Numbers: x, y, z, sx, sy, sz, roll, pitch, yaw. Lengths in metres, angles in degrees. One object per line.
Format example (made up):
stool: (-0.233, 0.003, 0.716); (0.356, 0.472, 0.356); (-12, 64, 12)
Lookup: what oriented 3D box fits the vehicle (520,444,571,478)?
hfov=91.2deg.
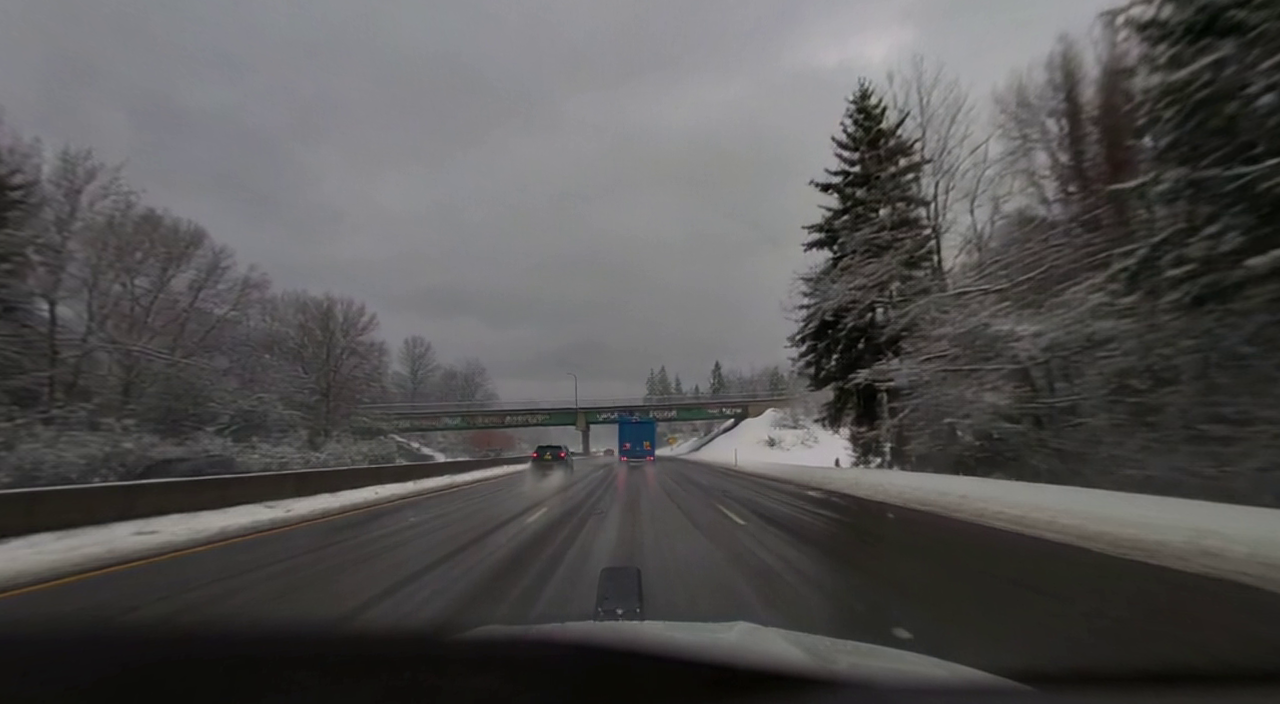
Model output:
vehicle: (-4.423, 5.160, 29.932); (1.892, 1.529, 3.996); (0, -9, -1)
